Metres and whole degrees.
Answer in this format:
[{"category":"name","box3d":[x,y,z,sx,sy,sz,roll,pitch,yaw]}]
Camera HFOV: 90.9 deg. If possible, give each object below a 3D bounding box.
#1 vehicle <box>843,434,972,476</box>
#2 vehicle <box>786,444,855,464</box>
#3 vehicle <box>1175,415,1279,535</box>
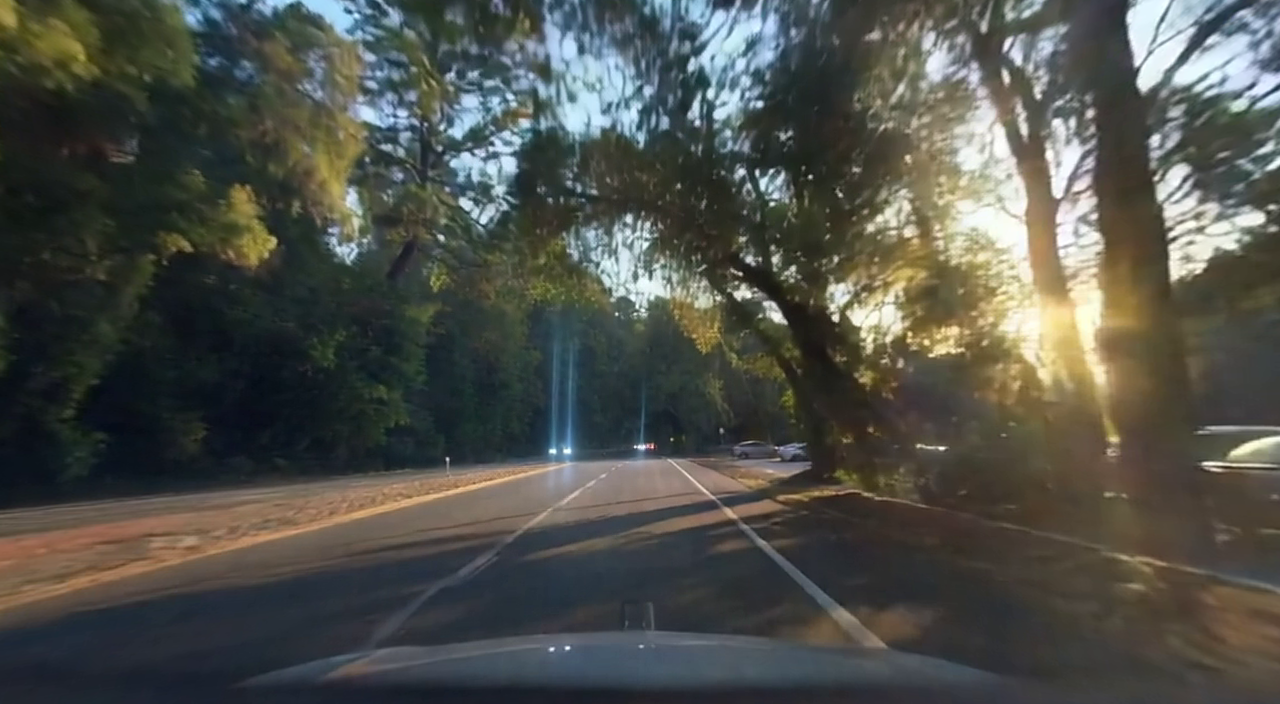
[{"category":"vehicle","box3d":[11.203,4.346,26.656,4.493,1.705,2.034,0,-8,0]},{"category":"vehicle","box3d":[13.162,7.448,46.221,4.438,1.444,1.900,0,-8,-1]},{"category":"vehicle","box3d":[10.844,1.692,8.709,4.766,1.557,2.168,0,-9,4]}]
